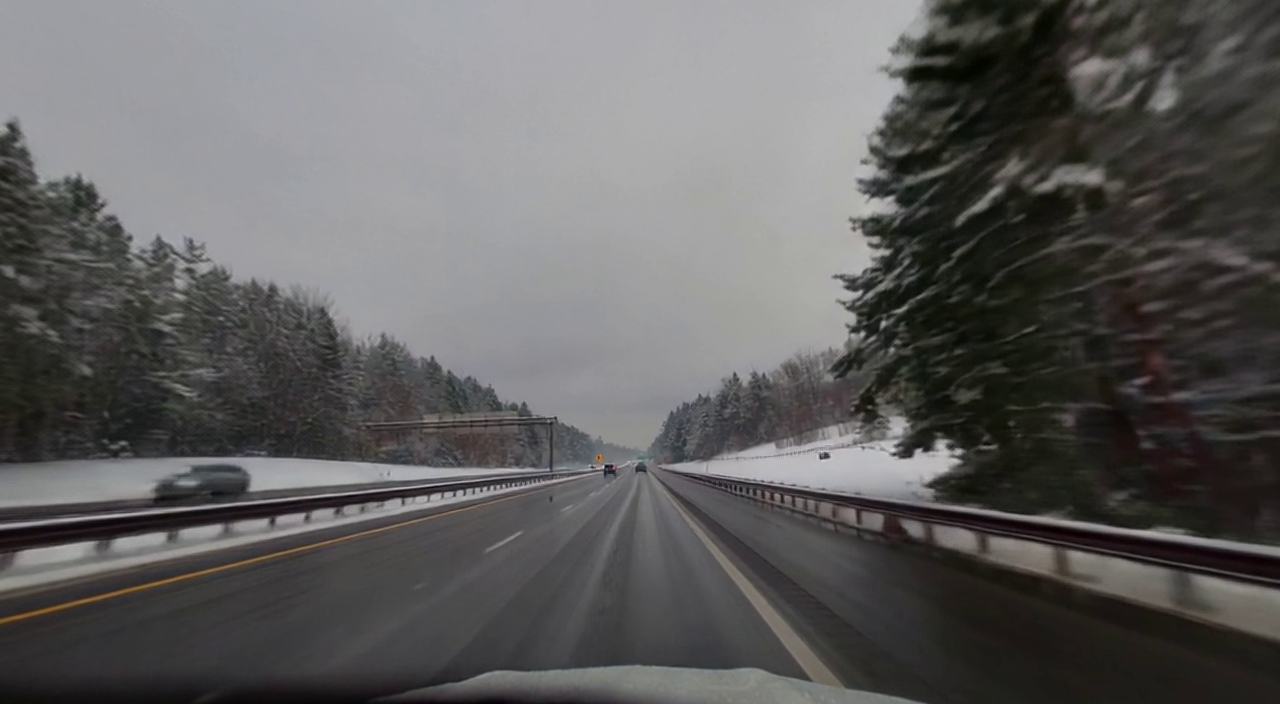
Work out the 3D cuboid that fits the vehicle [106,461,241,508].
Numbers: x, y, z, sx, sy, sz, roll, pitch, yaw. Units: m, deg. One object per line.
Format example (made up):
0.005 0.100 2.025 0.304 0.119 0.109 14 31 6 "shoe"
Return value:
-17.166 4.884 23.467 1.837 1.531 4.010 1 -10 1 "vehicle"
